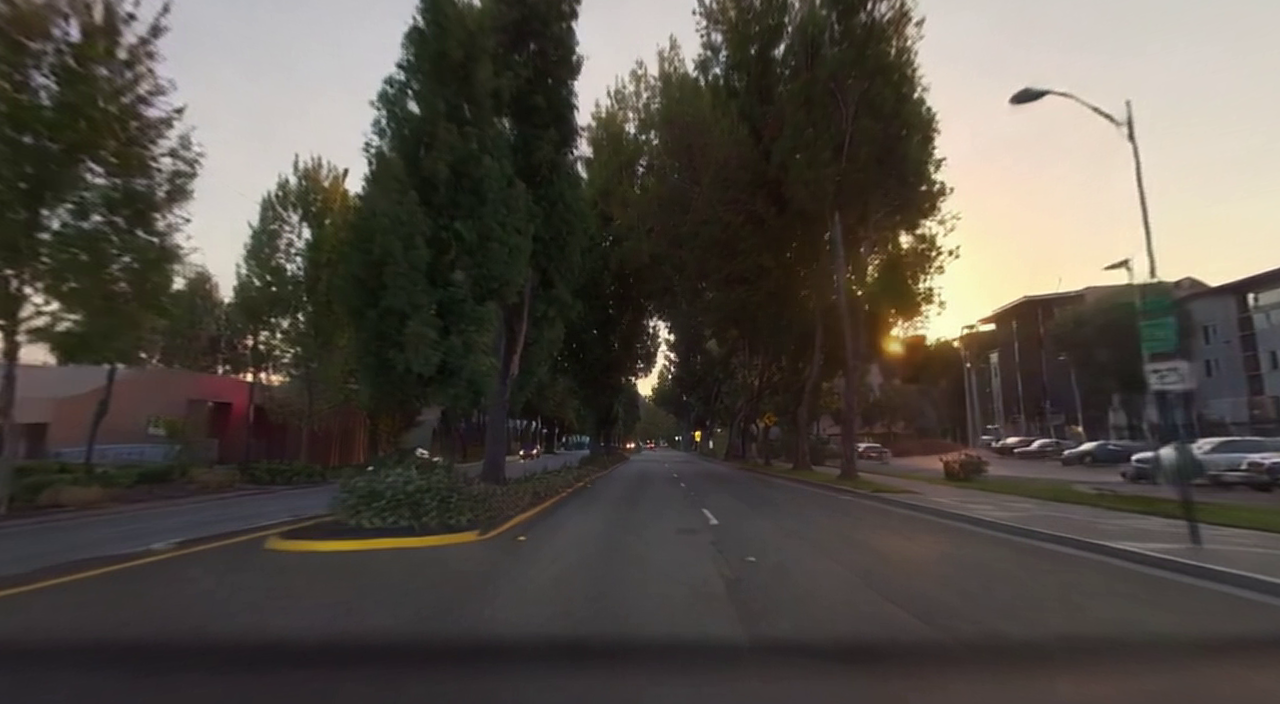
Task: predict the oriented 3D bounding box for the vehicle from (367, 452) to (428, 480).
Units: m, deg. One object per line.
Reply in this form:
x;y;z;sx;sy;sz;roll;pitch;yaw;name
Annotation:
-13.949;6.568;36.541;1.835;1.434;4.325;0;-8;0;vehicle

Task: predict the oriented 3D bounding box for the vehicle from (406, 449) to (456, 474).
-13.864;7.283;42.087;1.816;1.567;3.957;-1;-8;3;vehicle
